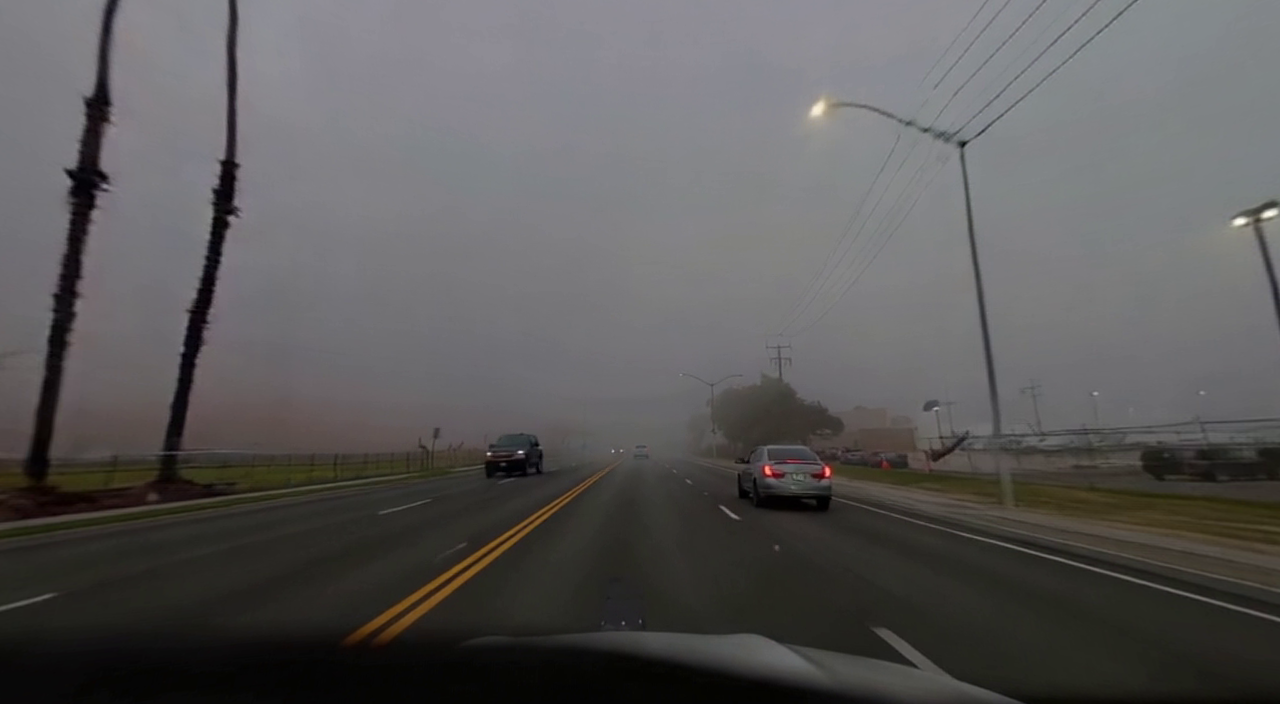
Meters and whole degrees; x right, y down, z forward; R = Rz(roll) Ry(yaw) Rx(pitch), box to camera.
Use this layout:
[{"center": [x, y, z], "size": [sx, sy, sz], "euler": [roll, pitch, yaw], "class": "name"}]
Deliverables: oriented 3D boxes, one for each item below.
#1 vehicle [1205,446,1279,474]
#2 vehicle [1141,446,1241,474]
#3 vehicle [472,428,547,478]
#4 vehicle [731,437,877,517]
[{"center": [35.840, 6.253, 36.679], "size": [1.784, 1.509, 4.273], "euler": [0, -8, 2], "class": "vehicle"}, {"center": [32.683, 6.380, 37.432], "size": [1.851, 1.522, 4.665], "euler": [-1, -8, 3], "class": "vehicle"}, {"center": [-6.565, 5.169, 32.441], "size": [2.538, 2.287, 6.052], "euler": [0, -8, 0], "class": "vehicle"}, {"center": [3.591, 2.824, 14.779], "size": [2.148, 1.562, 4.642], "euler": [0, -8, 0], "class": "vehicle"}]
